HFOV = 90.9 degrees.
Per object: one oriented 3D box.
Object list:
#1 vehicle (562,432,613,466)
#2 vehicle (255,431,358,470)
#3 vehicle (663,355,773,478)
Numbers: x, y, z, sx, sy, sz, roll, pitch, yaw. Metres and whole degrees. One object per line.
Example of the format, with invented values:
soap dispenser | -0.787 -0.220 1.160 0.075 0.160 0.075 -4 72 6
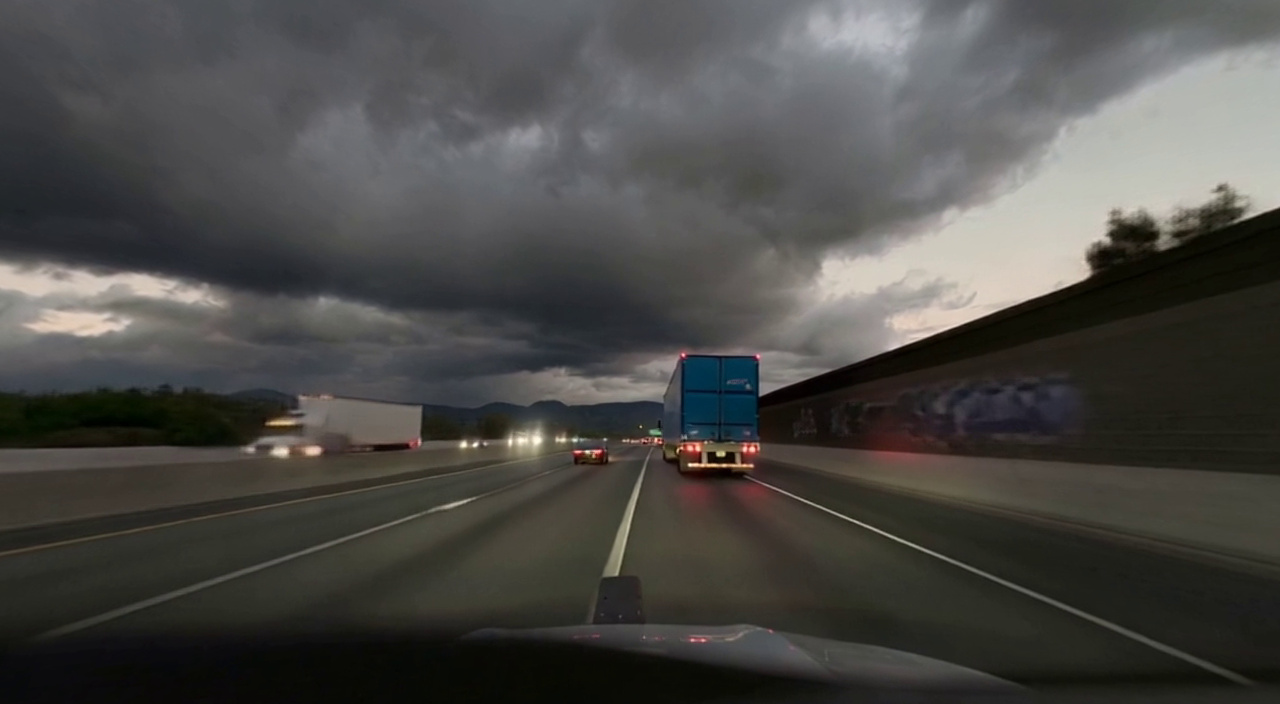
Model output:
vehicle | -2.503 4.741 31.054 1.982 1.535 4.519 0 -8 2
vehicle | -12.965 3.835 24.803 1.812 1.402 4.019 0 -8 1
vehicle | 2.588 2.700 24.739 2.921 3.765 10.773 0 -8 0
